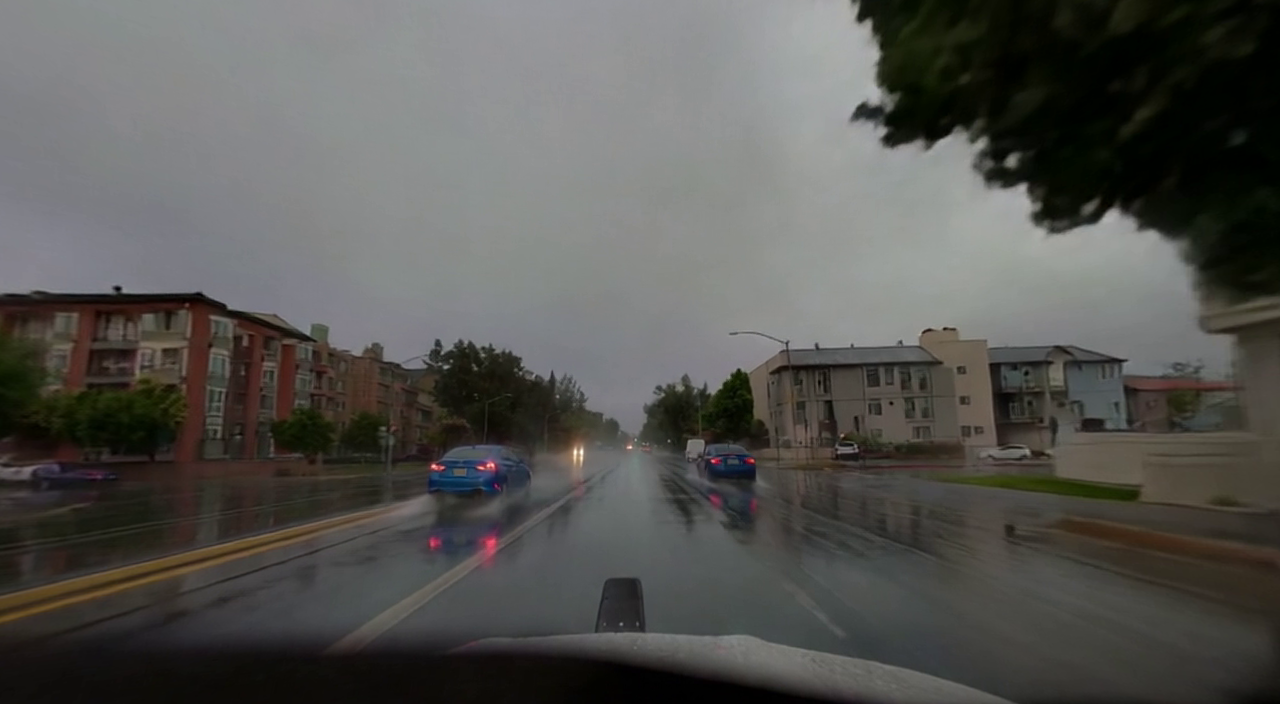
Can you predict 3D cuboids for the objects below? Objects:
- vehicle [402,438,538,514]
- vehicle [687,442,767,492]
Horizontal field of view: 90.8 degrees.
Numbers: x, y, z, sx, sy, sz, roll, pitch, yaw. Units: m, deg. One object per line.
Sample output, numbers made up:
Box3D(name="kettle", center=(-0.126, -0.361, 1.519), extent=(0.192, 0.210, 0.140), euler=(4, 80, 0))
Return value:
Box3D(name="vehicle", center=(-3.805, 2.857, 15.007), extent=(2.062, 1.527, 4.044), euler=(0, -9, 0))
Box3D(name="vehicle", center=(2.786, 3.803, 21.224), extent=(1.978, 1.471, 4.426), euler=(0, -9, -1))
